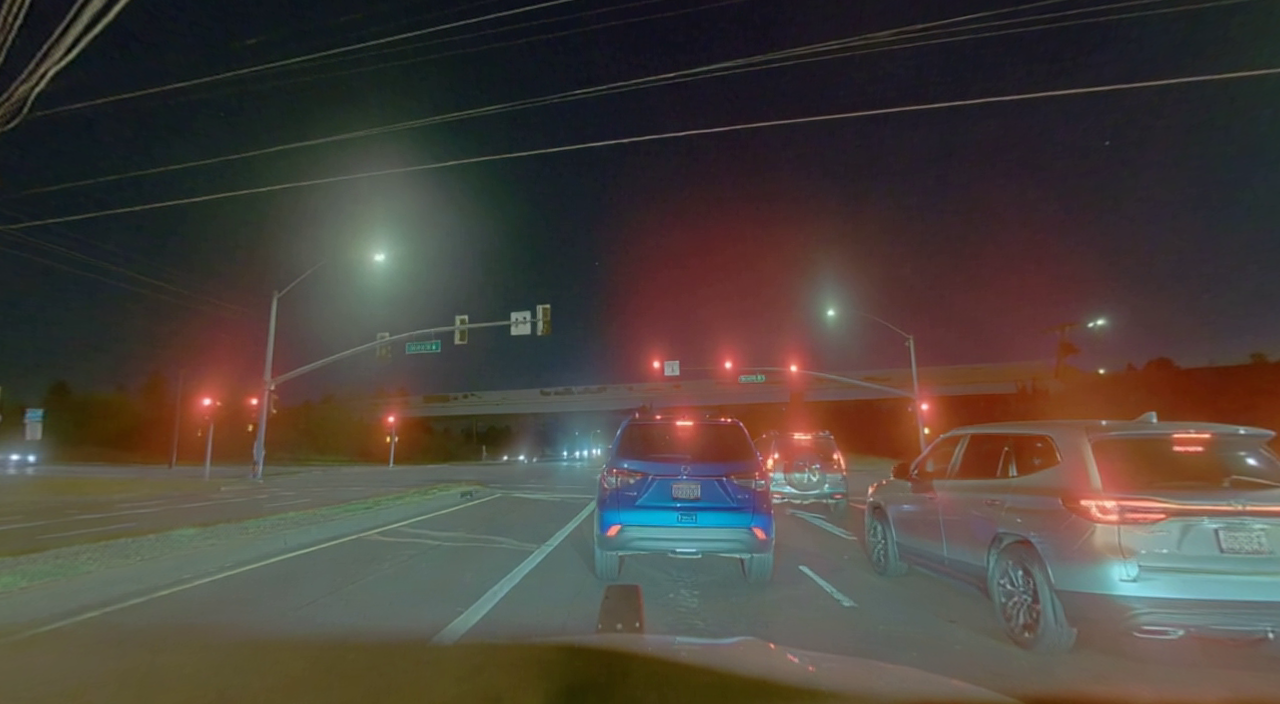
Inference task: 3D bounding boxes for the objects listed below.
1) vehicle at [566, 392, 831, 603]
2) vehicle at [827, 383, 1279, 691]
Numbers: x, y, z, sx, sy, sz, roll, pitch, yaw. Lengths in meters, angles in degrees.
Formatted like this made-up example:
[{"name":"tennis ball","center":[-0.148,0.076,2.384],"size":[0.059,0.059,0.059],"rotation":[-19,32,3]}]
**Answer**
[{"name":"vehicle","center":[0.451,1.555,7.613],"size":[2.240,1.778,4.335],"rotation":[0,-8,-1]},{"name":"vehicle","center":[3.410,1.336,5.786],"size":[1.990,1.649,4.625],"rotation":[0,-8,0]}]
